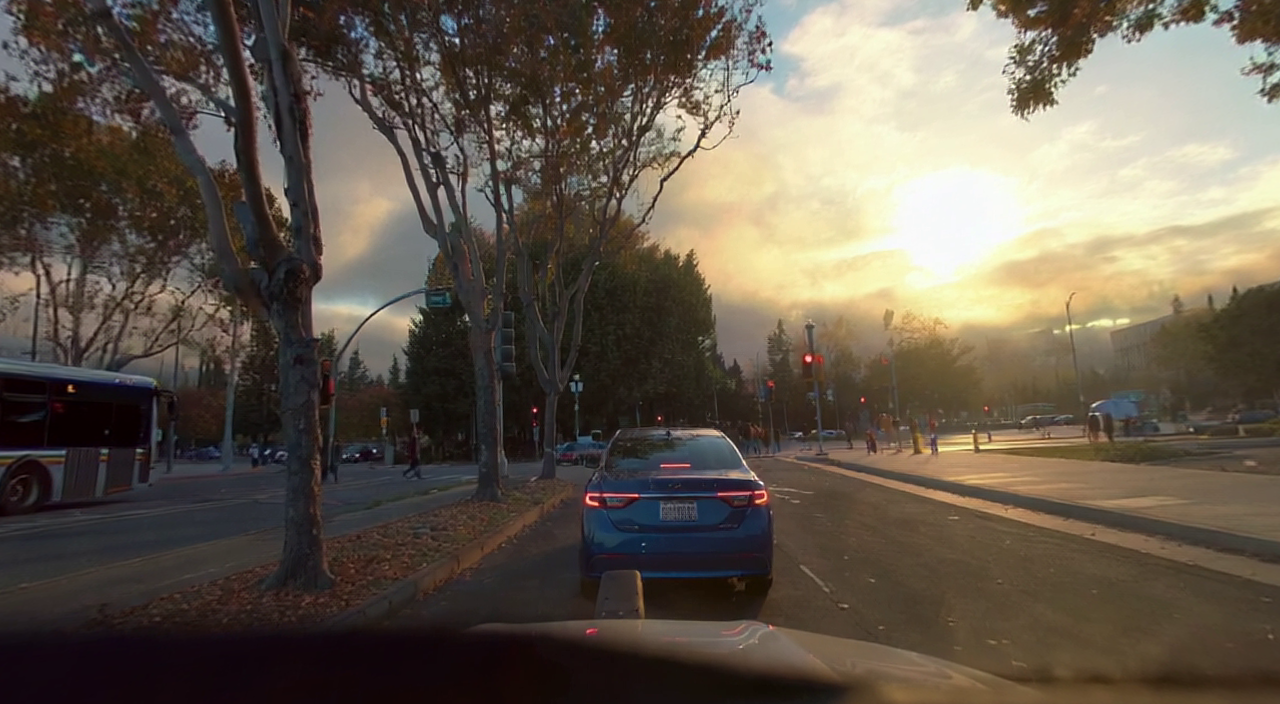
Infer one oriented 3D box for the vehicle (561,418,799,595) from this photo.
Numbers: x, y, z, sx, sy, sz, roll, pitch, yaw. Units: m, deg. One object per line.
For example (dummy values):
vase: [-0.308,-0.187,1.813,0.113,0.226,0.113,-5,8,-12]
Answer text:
vehicle: [0.381,1.615,7.400,2.035,1.499,3.799,0,-8,1]
